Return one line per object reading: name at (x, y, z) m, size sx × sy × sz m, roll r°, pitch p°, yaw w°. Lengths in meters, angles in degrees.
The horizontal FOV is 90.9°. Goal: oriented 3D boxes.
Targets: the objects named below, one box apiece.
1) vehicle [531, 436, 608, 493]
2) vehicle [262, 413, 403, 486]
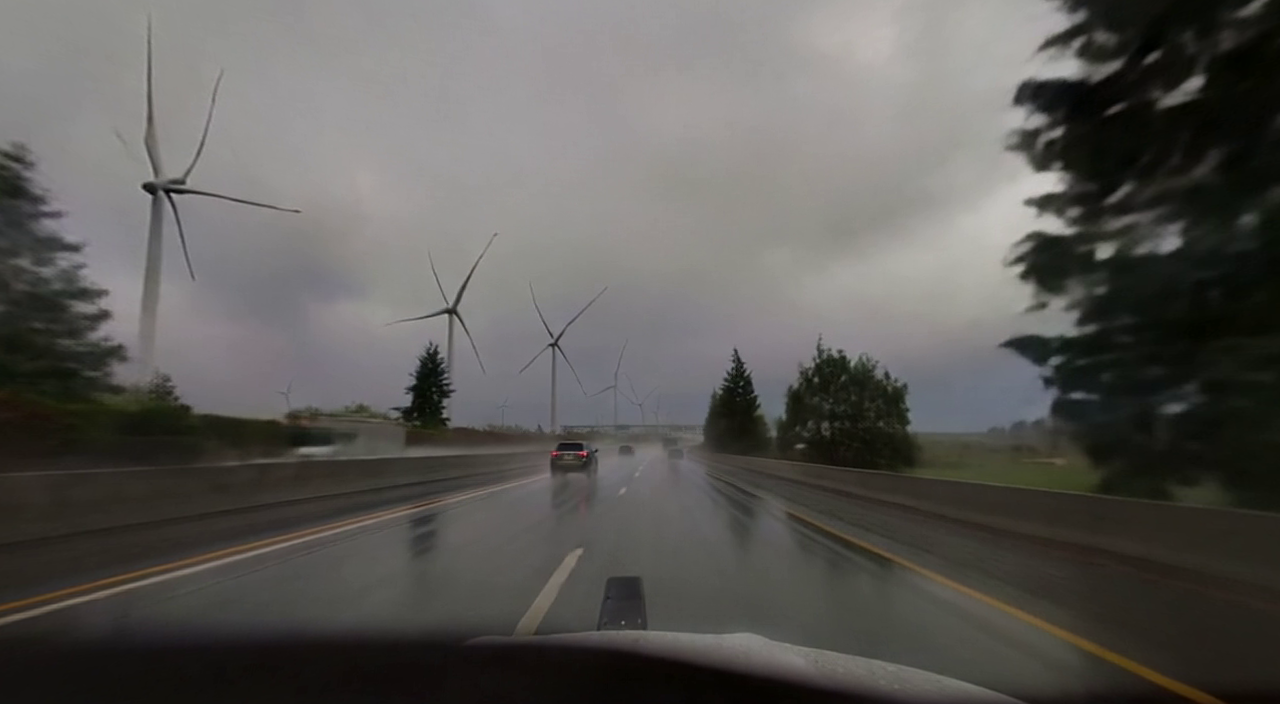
vehicle at (-2.278, 3.786, 21.420) m, size 2.038 × 1.723 × 4.150 m, roll -1°, pitch -9°, yaw 1°
vehicle at (-14.849, 4.874, 31.348) m, size 2.706 × 3.119 × 8.054 m, roll -1°, pitch -9°, yaw 2°
